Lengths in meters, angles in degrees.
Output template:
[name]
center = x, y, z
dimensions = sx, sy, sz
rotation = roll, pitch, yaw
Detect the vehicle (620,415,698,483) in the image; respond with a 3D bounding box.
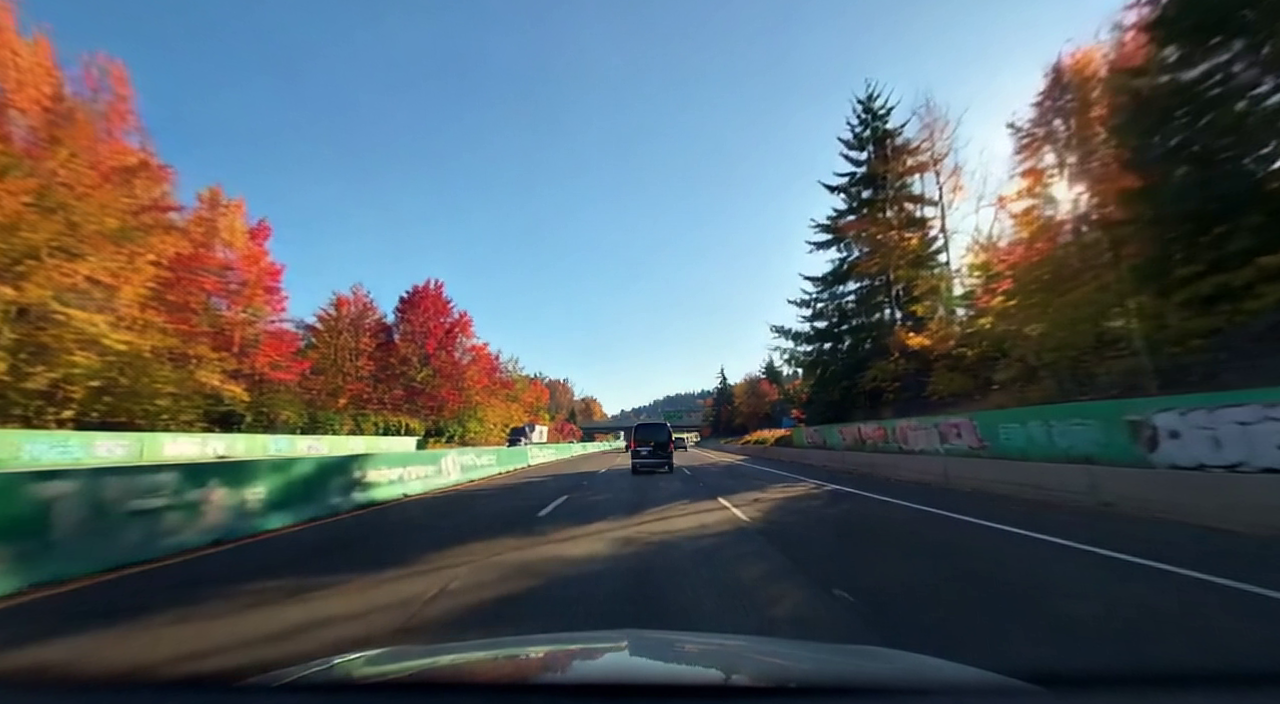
[vehicle]
center = 0.549, 3.170, 20.722
dimensions = 2.283, 1.956, 4.421
rotation = 0, -8, 0
